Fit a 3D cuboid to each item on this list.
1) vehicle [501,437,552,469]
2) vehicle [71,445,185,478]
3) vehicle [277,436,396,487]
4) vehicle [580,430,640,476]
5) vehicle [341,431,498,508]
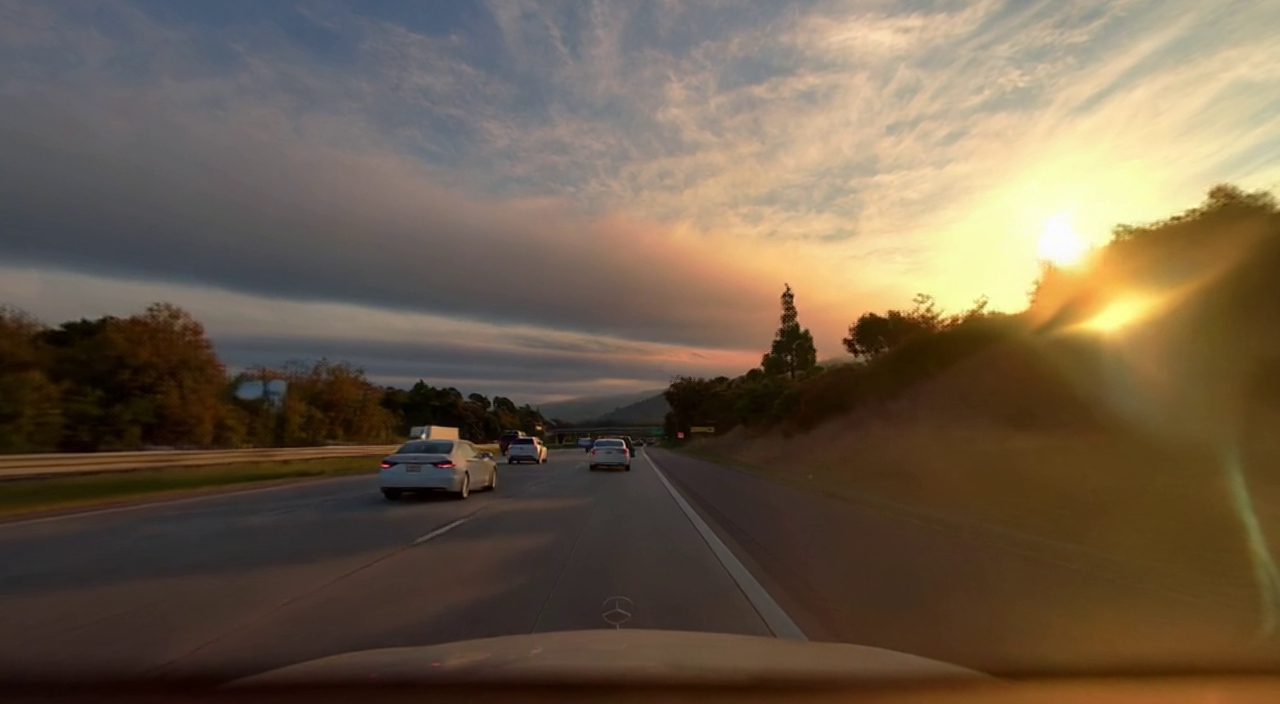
[{"bbox_3d":[-5.565,4.952,31.145,1.835,1.432,3.835,0,-8,0],"label":"vehicle"},{"bbox_3d":[-25.655,5.473,31.757,1.873,1.491,4.688,0,-8,-1],"label":"vehicle"},{"bbox_3d":[-9.521,3.431,20.129,1.850,1.439,3.932,0,-8,0],"label":"vehicle"},{"bbox_3d":[-1.122,3.898,24.595,2.178,1.658,3.916,0,-8,-1],"label":"vehicle"},{"bbox_3d":[-4.764,2.569,14.352,1.971,1.464,4.386,0,-8,0],"label":"vehicle"}]
